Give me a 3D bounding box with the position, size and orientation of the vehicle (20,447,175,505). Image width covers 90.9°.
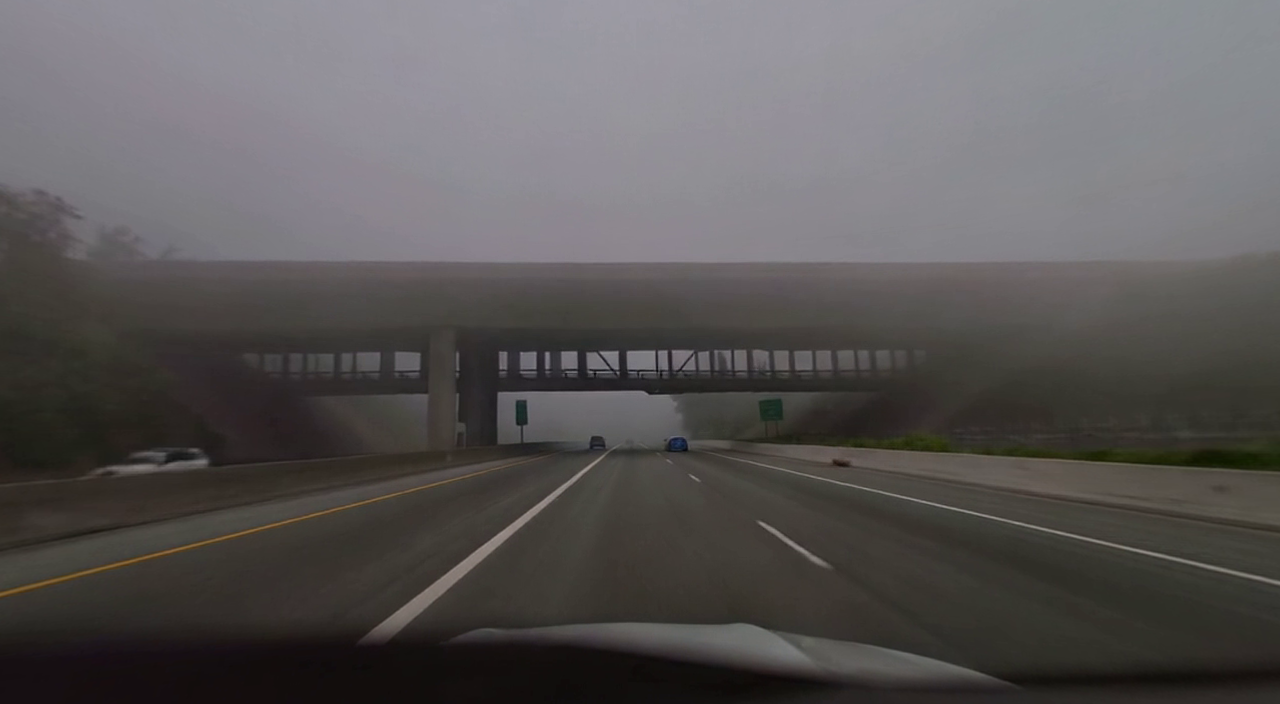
[{"bbox_3d":[-20.133,4.573,23.719,1.933,1.867,4.408,0,-8,-1],"label":"vehicle"}]
